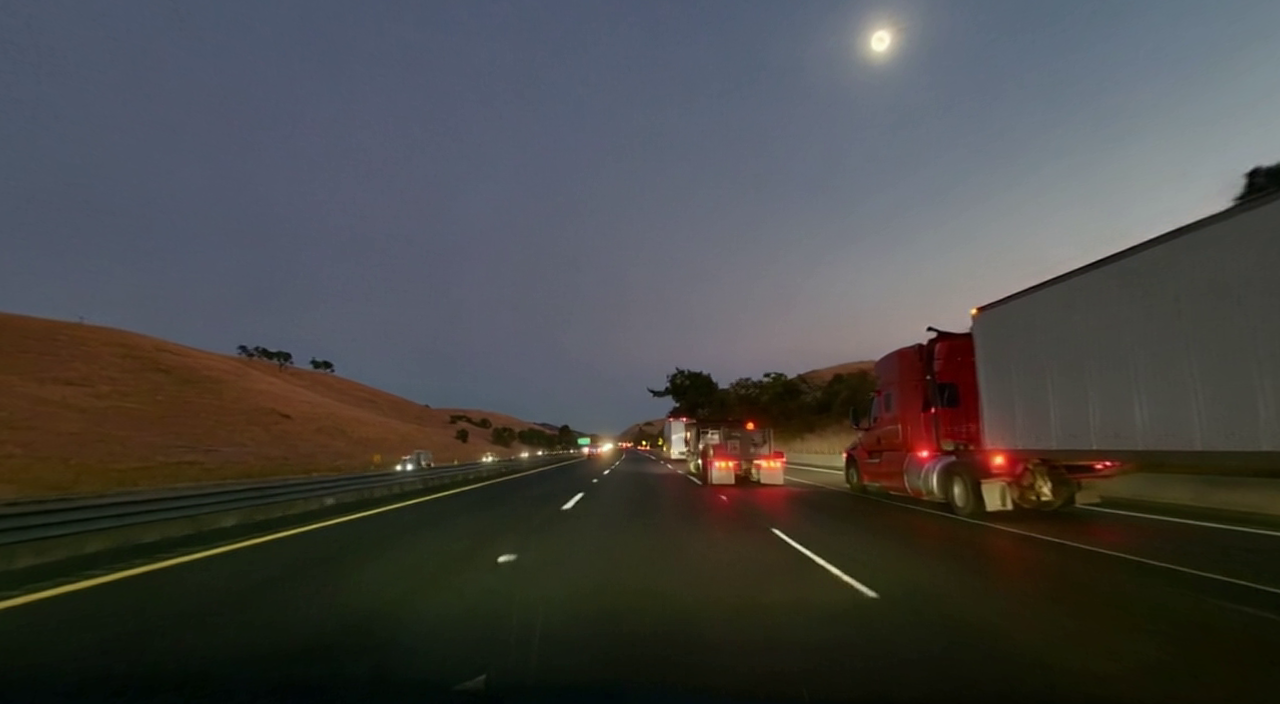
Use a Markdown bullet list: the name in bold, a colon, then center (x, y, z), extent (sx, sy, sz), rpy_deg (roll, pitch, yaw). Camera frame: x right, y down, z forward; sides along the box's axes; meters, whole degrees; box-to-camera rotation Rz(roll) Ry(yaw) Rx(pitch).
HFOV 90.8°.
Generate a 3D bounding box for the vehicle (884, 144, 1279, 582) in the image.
- **vehicle**: center (7.652, 0.317, 7.529), extent (2.935, 4.187, 16.357), rpy_deg (0, -9, 0)

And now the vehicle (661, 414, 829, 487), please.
- **vehicle**: center (3.355, 3.276, 21.134), extent (5.075, 2.277, 2.365), rpy_deg (0, -9, -3)
